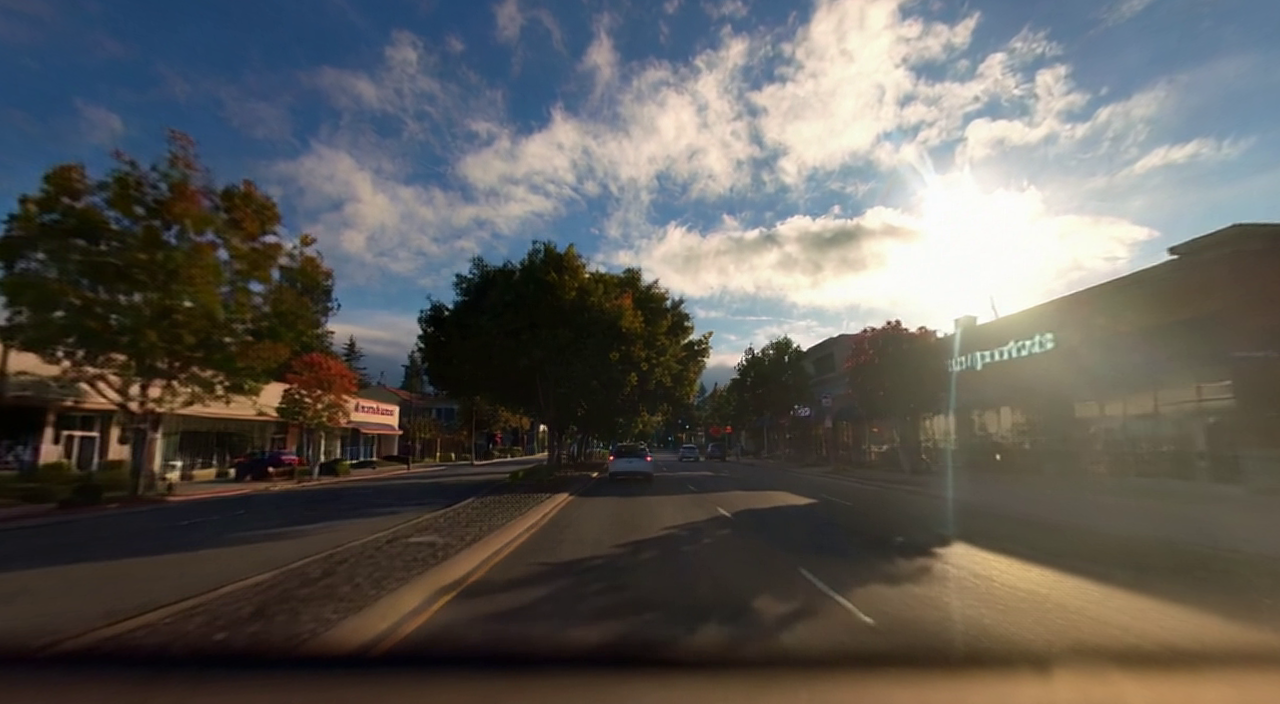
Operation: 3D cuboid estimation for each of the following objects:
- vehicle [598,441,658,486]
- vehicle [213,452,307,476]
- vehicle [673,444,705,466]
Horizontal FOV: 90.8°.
[{"bbox_3d":[-0.413,4.027,23.031,2.006,1.487,3.535,0,-9,-1],"label":"vehicle"},{"bbox_3d":[-23.215,6.836,38.704,4.472,1.412,1.891,0,-9,-3],"label":"vehicle"},{"bbox_3d":[3.513,7.484,45.922,1.910,1.474,4.003,0,-9,-1],"label":"vehicle"}]
